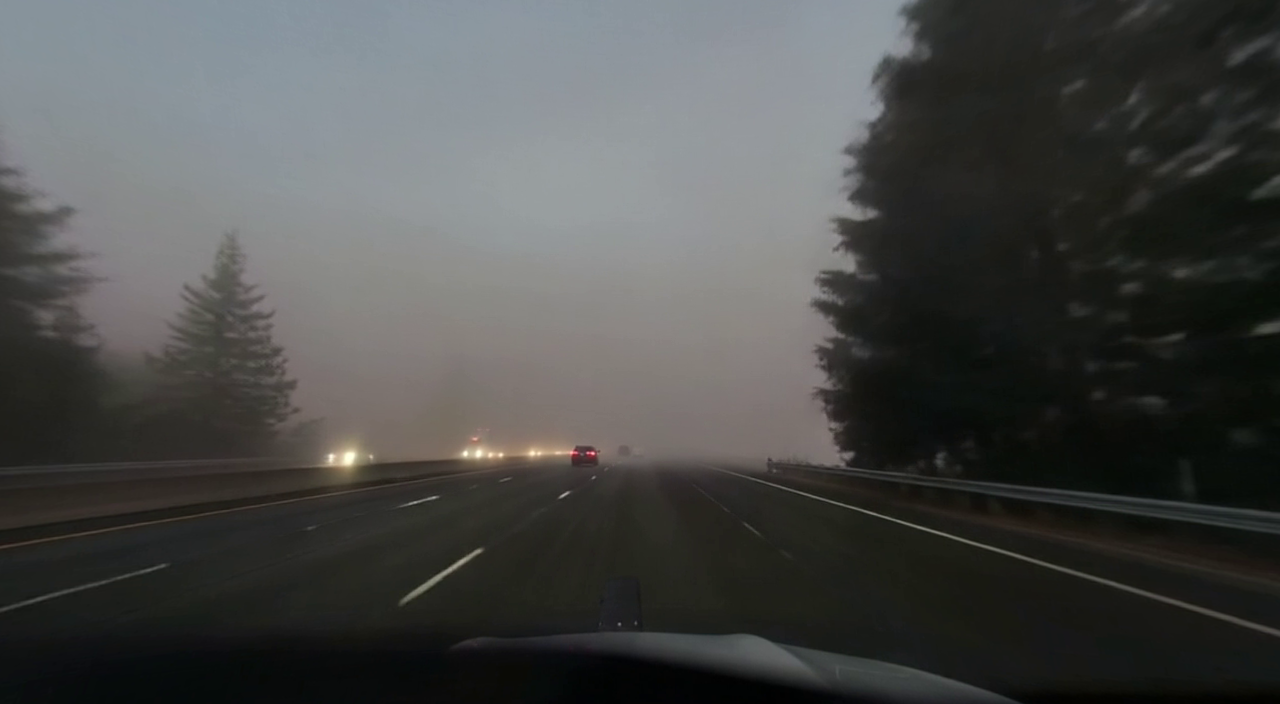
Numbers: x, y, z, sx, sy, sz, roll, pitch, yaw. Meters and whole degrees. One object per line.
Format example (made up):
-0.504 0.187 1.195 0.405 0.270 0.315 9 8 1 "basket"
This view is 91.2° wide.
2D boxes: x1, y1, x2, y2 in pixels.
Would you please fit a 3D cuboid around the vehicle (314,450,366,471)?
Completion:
-23.302 8.435 48.871 1.980 1.518 3.986 0 -9 1 "vehicle"

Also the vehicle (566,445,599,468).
-3.991 7.358 44.188 1.933 1.497 3.973 0 -9 0 "vehicle"
